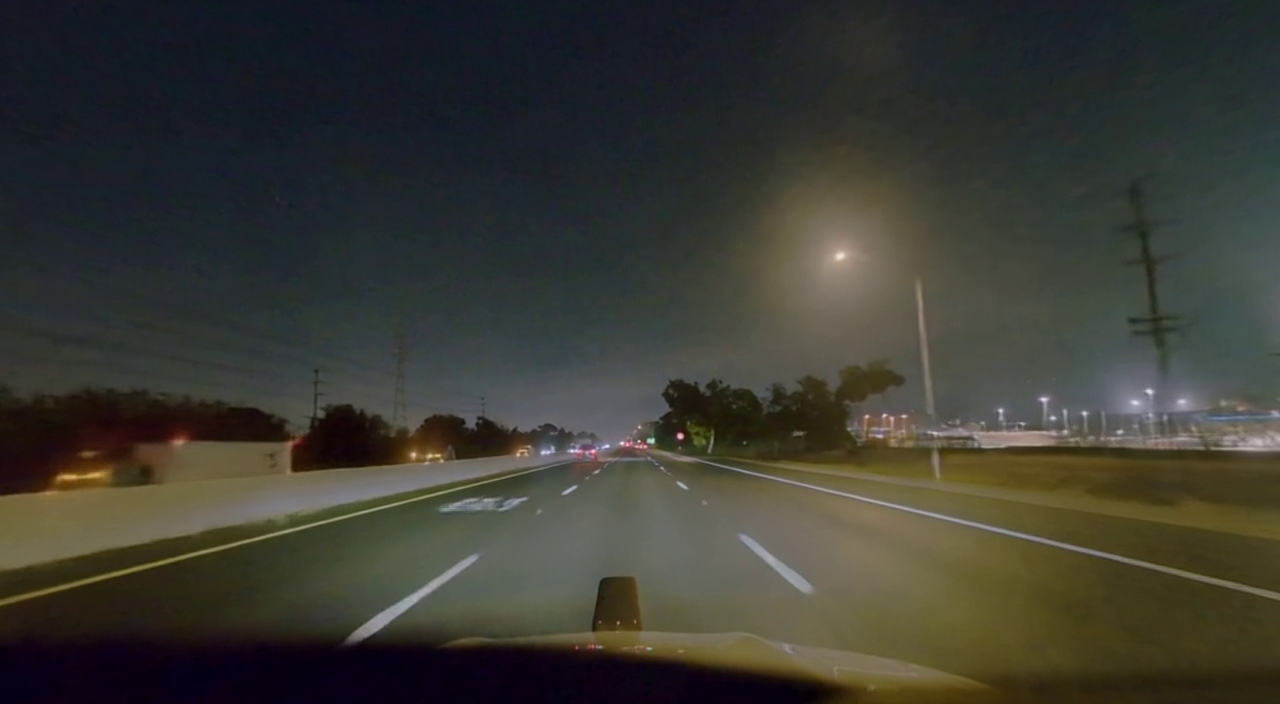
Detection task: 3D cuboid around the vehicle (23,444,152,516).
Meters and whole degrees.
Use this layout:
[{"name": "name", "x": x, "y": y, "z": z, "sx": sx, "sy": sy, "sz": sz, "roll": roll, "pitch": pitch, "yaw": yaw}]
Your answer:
[{"name": "vehicle", "x": -32.945, "y": 7.553, "z": 37.961, "sx": 2.984, "sy": 3.949, "sz": 4.966, "roll": 0, "pitch": -8, "yaw": 0}]

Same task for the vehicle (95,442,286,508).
[{"name": "vehicle", "x": -33.097, "y": 8.988, "z": 48.229, "sx": 2.915, "sy": 4.119, "sz": 16.122, "roll": 0, "pitch": -8, "yaw": 0}]
